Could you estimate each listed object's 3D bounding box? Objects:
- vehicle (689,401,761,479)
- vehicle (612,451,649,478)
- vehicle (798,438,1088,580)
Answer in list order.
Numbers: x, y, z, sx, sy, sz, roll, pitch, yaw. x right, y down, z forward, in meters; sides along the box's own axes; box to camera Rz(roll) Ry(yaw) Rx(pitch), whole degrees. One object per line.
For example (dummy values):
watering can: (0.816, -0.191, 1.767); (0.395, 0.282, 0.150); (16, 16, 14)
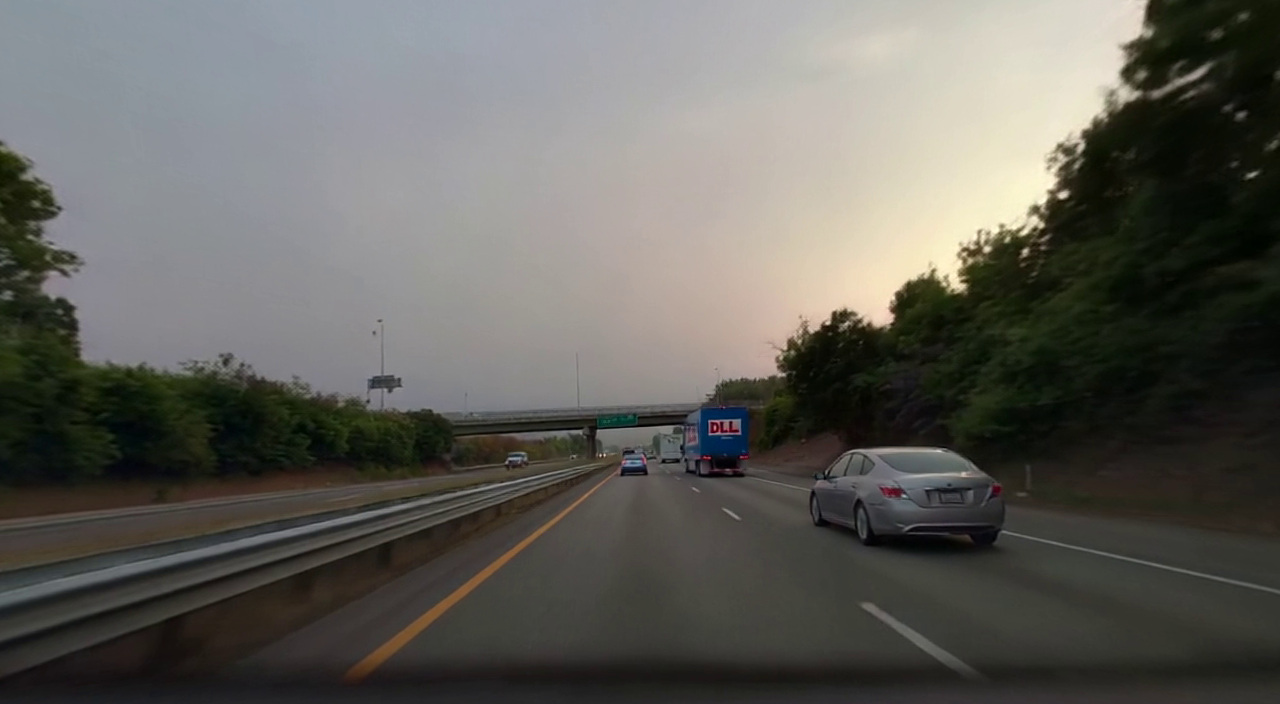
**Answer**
vehicle: (4.669, 5.151, 36.535); (2.838, 3.985, 8.010); (0, -9, -1)
vehicle: (-0.530, 6.519, 36.606); (2.055, 1.445, 3.661); (0, -9, 0)
vehicle: (3.715, 1.977, 8.756); (1.894, 1.452, 4.164); (0, -9, -1)
